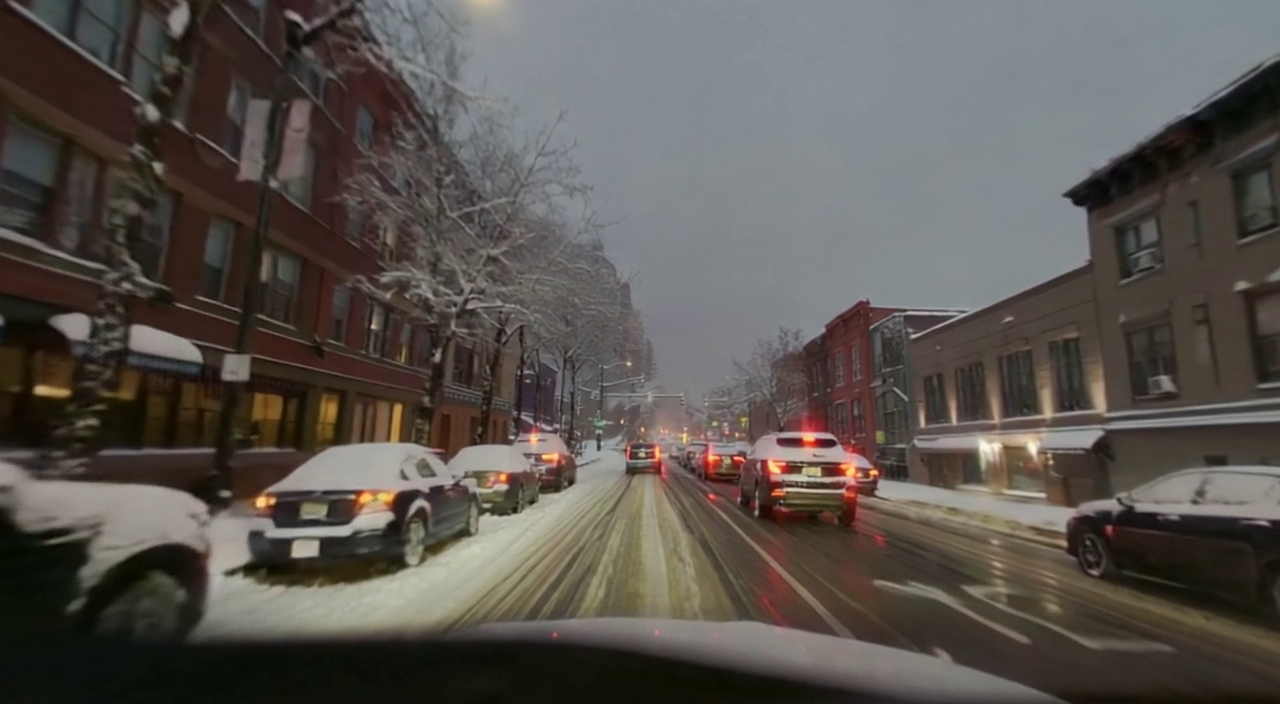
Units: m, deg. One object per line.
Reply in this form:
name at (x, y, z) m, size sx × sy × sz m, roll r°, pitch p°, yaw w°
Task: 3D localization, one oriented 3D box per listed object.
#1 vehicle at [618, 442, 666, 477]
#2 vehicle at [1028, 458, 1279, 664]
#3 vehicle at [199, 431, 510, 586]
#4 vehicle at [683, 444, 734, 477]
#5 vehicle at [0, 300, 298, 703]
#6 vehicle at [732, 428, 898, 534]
vehicle at (0.112, 4.833, 28.544) m, size 2.007 × 1.460 × 3.923 m, roll 0°, pitch -8°, yaw 1°
vehicle at (6.302, 1.973, 6.536) m, size 1.913 × 1.624 × 4.116 m, roll 0°, pitch -8°, yaw 1°
vehicle at (-3.233, 1.838, 8.320) m, size 1.863 × 1.466 × 4.416 m, roll 0°, pitch -8°, yaw 3°
vehicle at (3.288, 5.313, 30.963) m, size 1.966 × 1.475 × 4.528 m, roll 0°, pitch -8°, yaw -1°
vehicle at (-3.413, 0.613, 1.477) m, size 2.142 × 1.832 × 5.373 m, roll 0°, pitch -8°, yaw 0°
vehicle at (3.194, 2.452, 12.569) m, size 2.002 × 1.707 × 4.547 m, roll 0°, pitch -8°, yaw 0°
